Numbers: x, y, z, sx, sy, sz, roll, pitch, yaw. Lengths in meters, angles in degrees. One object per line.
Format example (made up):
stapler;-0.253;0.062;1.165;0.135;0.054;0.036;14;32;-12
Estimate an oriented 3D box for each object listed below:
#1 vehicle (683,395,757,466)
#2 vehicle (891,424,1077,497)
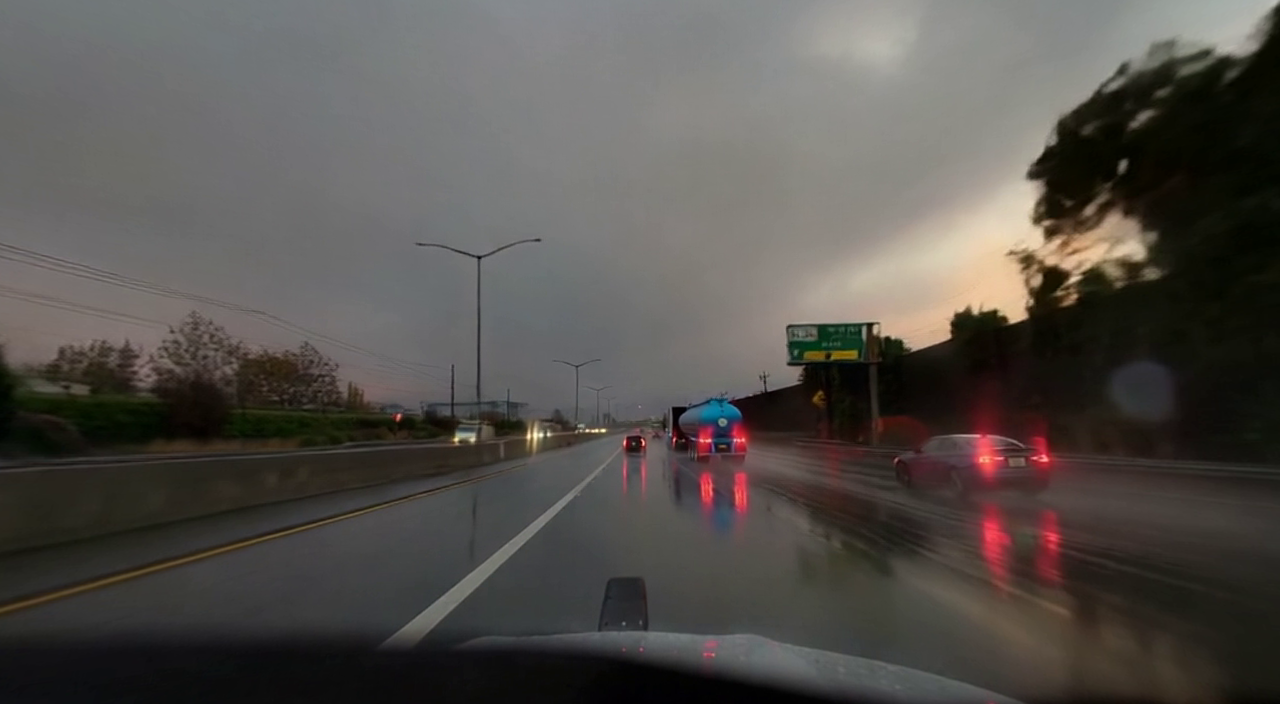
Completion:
vehicle;3.863;4.121;32.485;2.791;3.179;8.074;-1;-8;0
vehicle;7.949;2.551;15.219;1.905;1.480;4.624;0;-8;0
